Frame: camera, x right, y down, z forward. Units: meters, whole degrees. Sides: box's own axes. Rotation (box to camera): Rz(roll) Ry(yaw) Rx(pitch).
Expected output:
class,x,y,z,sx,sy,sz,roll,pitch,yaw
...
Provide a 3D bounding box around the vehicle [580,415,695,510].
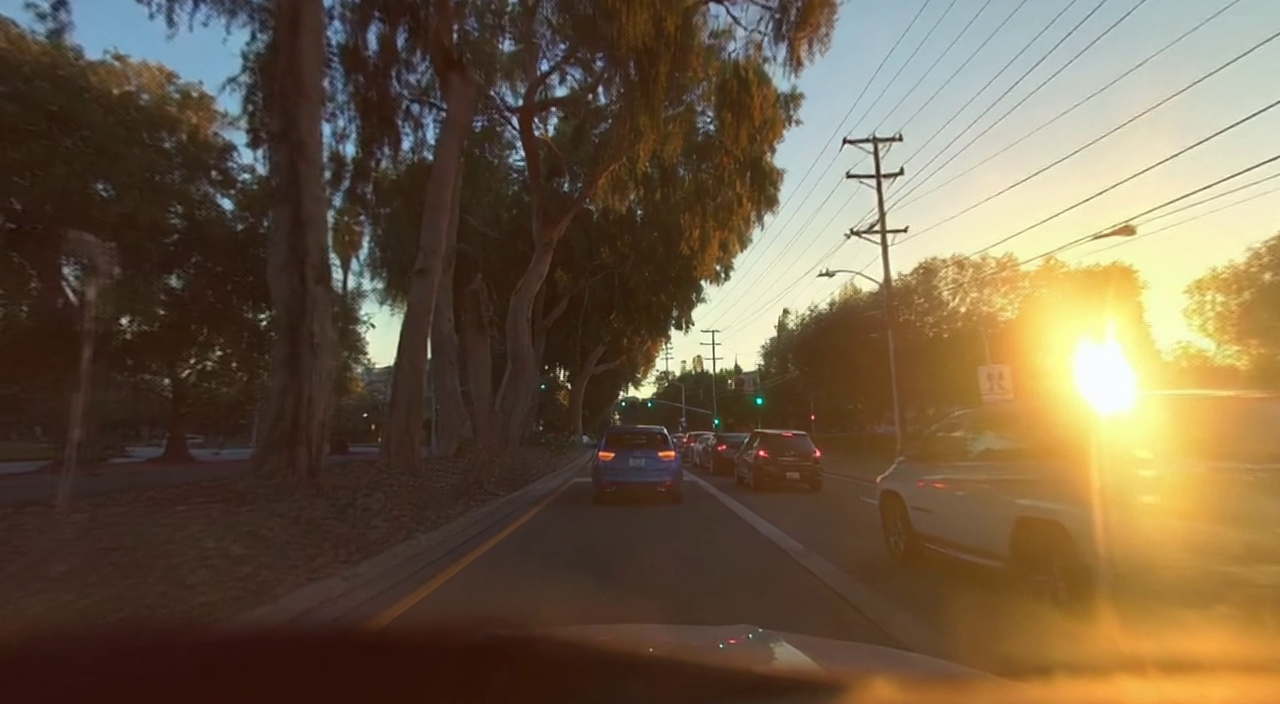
class,x,y,z,sx,sy,sz,roll,pitch,yaw
vehicle,-0.093,2.377,14.015,2.163,1.746,4.073,0,-8,-1

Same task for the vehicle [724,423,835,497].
class,x,y,z,sx,sy,sz,roll,pitch,yaw
vehicle,3.428,2.732,16.260,1.923,1.653,3.703,0,-8,-1

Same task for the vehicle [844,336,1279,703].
class,x,y,z,sx,sy,sz,roll,pitch,yaw
vehicle,3.826,1.176,5.590,2.254,1.840,4.918,0,-8,-2
